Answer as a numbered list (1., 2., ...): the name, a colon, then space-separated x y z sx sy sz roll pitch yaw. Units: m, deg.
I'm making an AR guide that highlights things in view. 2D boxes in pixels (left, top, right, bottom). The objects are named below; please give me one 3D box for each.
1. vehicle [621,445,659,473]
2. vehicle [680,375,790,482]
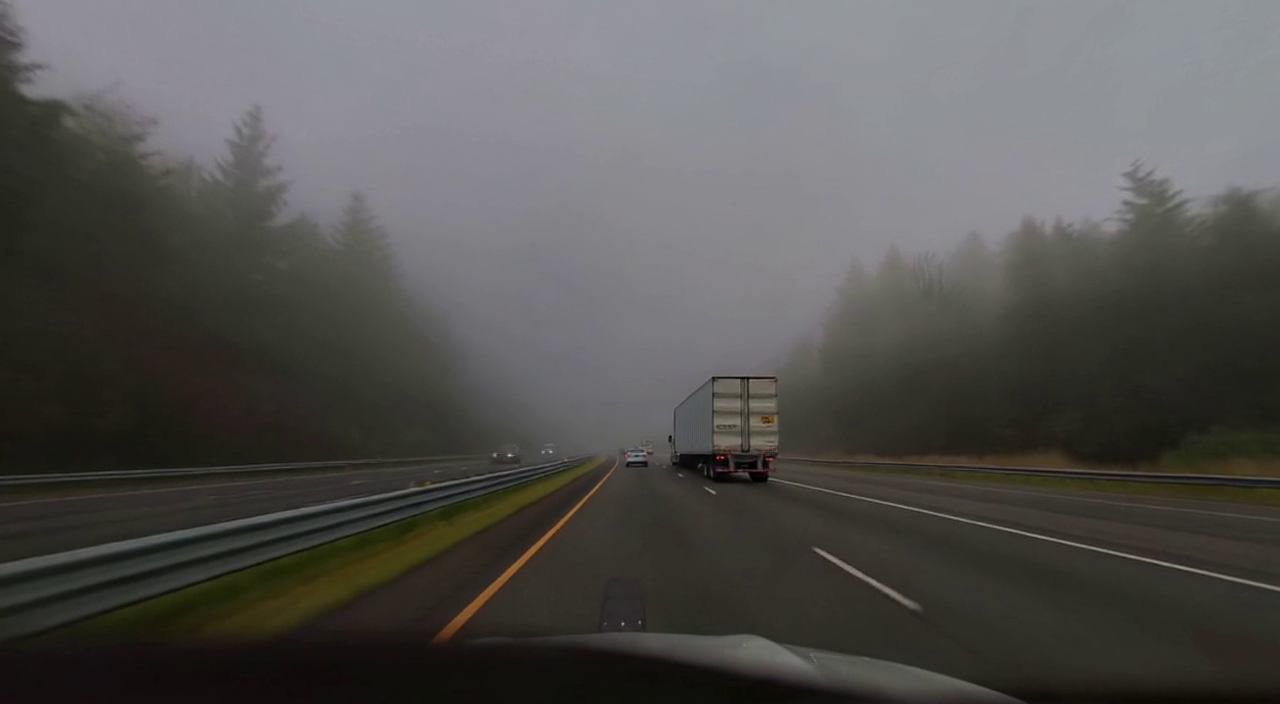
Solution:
1. vehicle: -0.072 6.147 36.364 2.051 1.513 4.511 0 -9 -2
2. vehicle: 4.065 4.038 31.350 2.883 4.057 14.579 0 -9 -1
